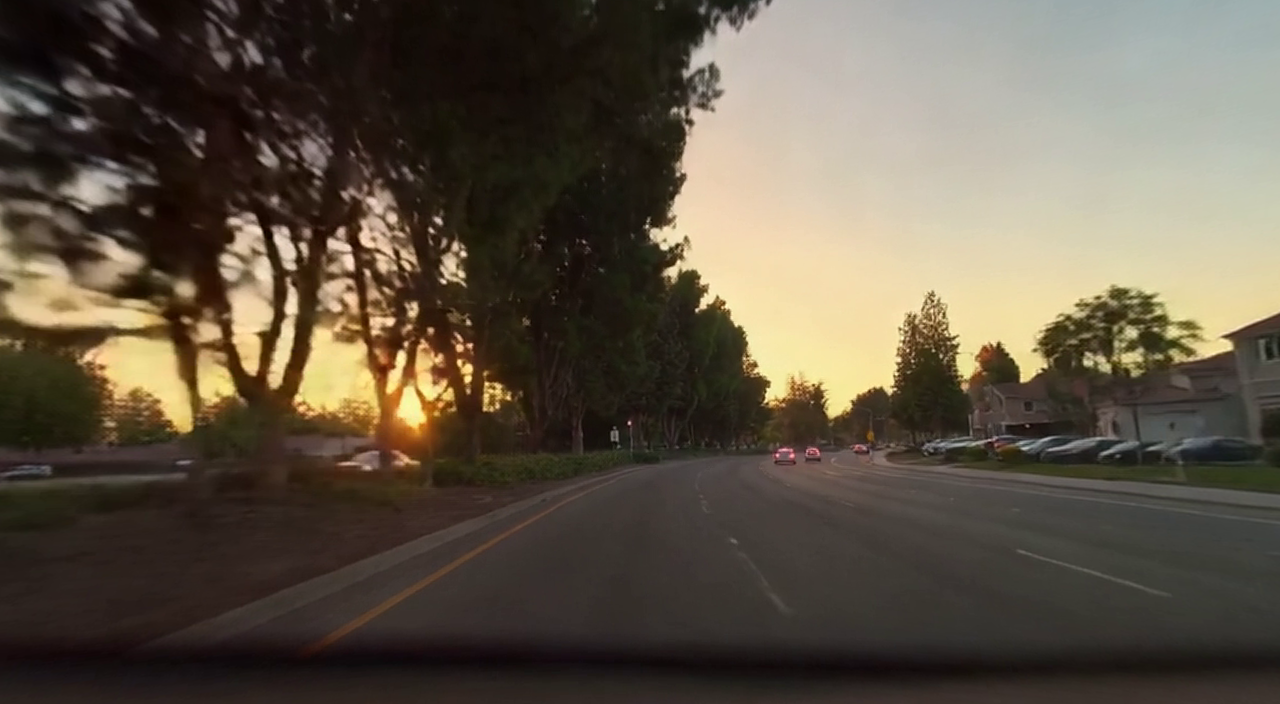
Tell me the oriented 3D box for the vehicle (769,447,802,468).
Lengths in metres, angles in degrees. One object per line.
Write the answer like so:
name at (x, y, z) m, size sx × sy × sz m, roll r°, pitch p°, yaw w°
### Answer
vehicle at (10.887, 7.891, 47.466) m, size 1.988 × 1.460 × 3.996 m, roll -1°, pitch -9°, yaw 7°

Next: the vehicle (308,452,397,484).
vehicle at (-14.564, 5.858, 32.331) m, size 1.943 × 1.469 × 4.537 m, roll -1°, pitch -9°, yaw 7°
